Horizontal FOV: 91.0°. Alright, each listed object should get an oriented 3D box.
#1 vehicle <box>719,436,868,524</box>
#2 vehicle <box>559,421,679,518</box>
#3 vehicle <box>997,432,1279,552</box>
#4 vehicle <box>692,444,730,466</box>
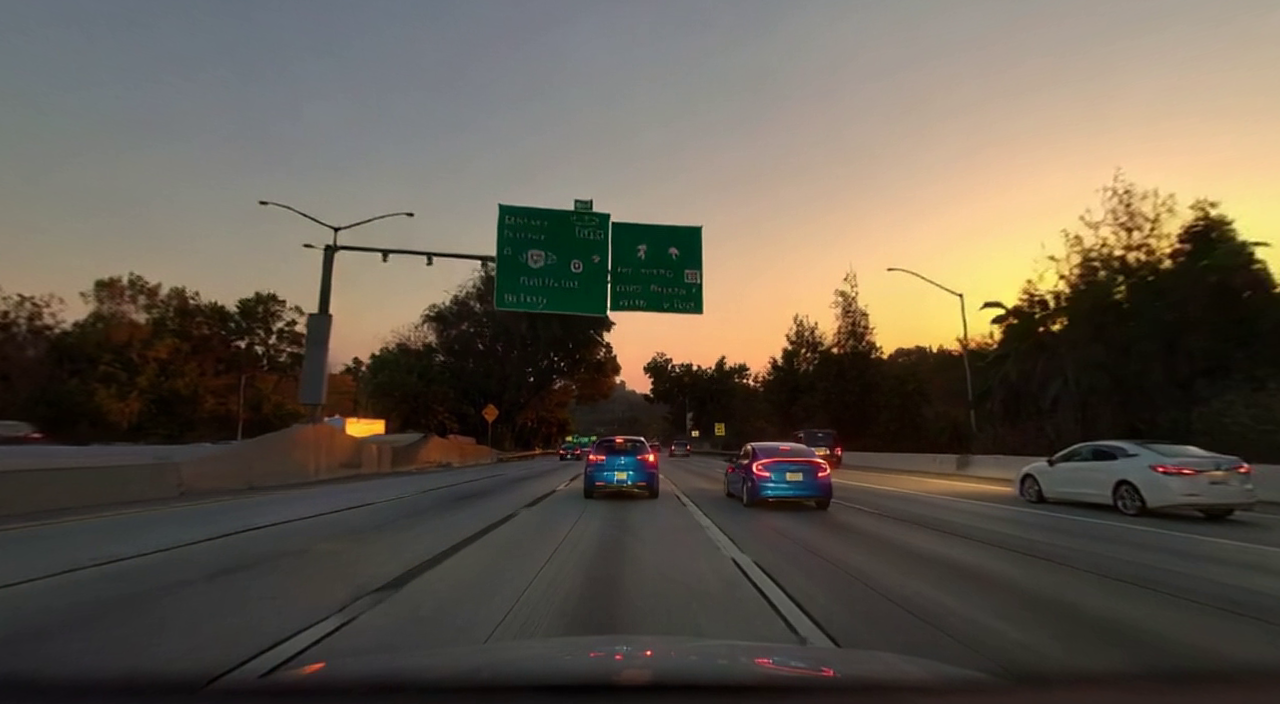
[{"bbox_3d":[2.976,2.582,13.285,1.975,1.532,4.227,1,-9,-2],"label":"vehicle"},{"bbox_3d":[-0.424,2.447,13.530,2.181,1.728,3.970,1,-9,-1],"label":"vehicle"},{"bbox_3d":[8.942,2.315,11.188,2.106,1.641,4.671,1,-9,-6],"label":"vehicle"},{"bbox_3d":[5.217,7.637,46.809,1.972,1.521,4.498,1,-9,-4],"label":"vehicle"}]
